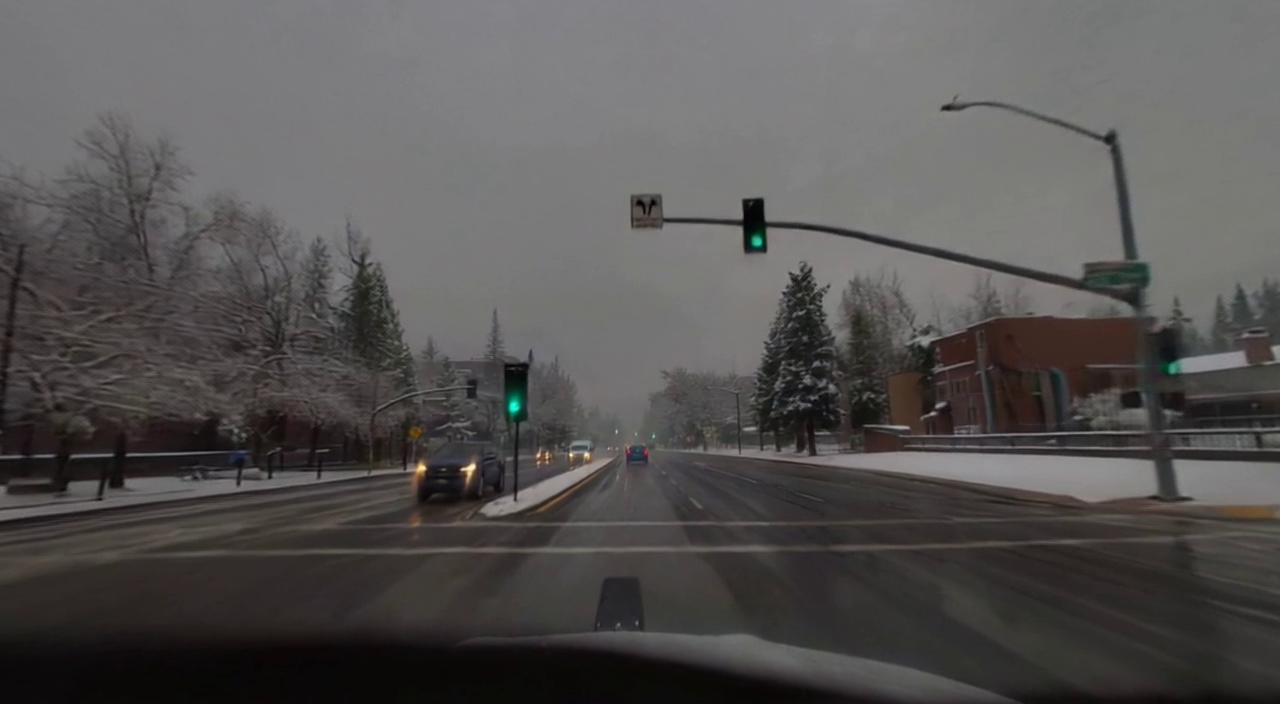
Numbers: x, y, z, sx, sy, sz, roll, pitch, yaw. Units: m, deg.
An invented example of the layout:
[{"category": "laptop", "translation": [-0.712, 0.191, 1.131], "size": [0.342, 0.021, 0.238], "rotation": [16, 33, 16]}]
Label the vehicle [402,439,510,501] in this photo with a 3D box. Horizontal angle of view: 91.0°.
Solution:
[{"category": "vehicle", "translation": [-5.385, 3.506, 19.058], "size": [2.016, 1.631, 4.148], "rotation": [0, -9, -1]}]

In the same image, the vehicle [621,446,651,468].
[{"category": "vehicle", "translation": [-0.300, 7.477, 44.813], "size": [2.064, 1.477, 3.968], "rotation": [0, -9, -1]}]
